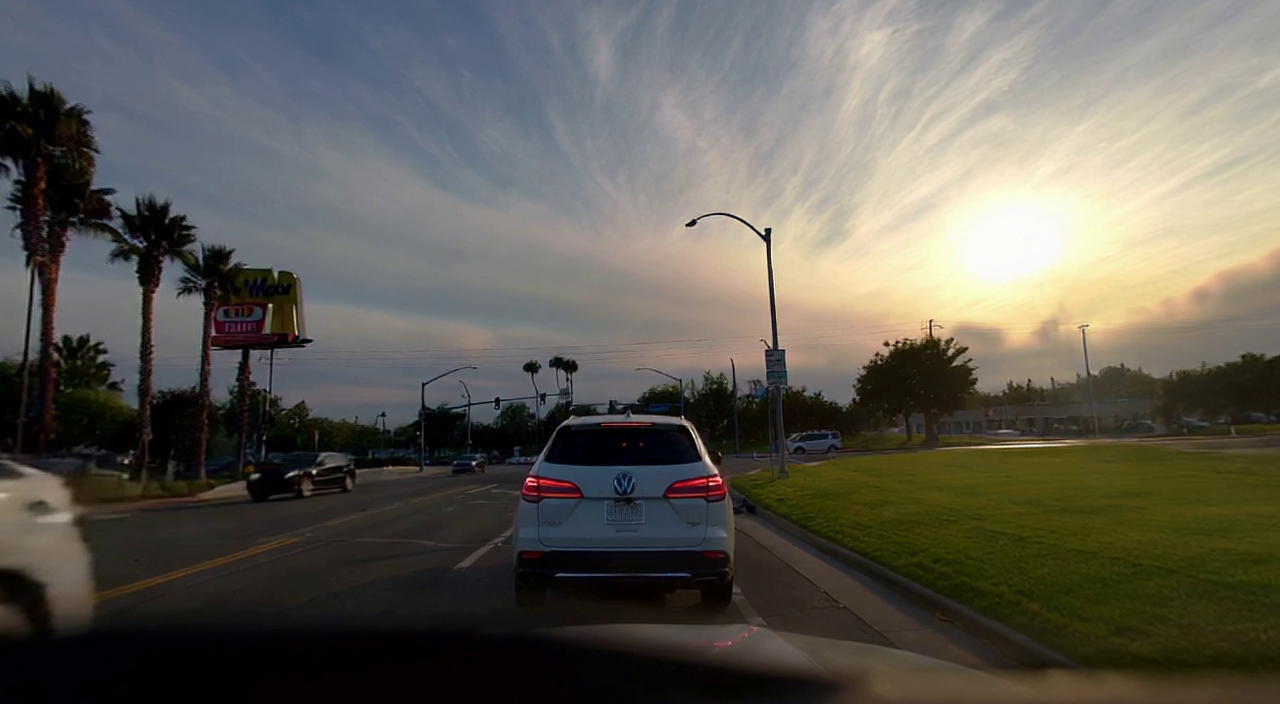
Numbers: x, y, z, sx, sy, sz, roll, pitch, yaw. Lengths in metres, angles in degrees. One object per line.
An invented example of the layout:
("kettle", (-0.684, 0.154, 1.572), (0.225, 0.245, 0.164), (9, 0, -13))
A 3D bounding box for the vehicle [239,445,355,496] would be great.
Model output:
("vehicle", (-13.516, 4.659, 25.336), (2.029, 1.820, 4.915), (0, -9, -2))

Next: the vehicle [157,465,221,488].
("vehicle", (-33.441, 9.217, 46.936), (1.792, 1.439, 3.952), (0, -9, 1))

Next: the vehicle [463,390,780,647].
("vehicle", (-0.142, 1.419, 6.326), (2.137, 1.728, 3.926), (0, -9, -1))
